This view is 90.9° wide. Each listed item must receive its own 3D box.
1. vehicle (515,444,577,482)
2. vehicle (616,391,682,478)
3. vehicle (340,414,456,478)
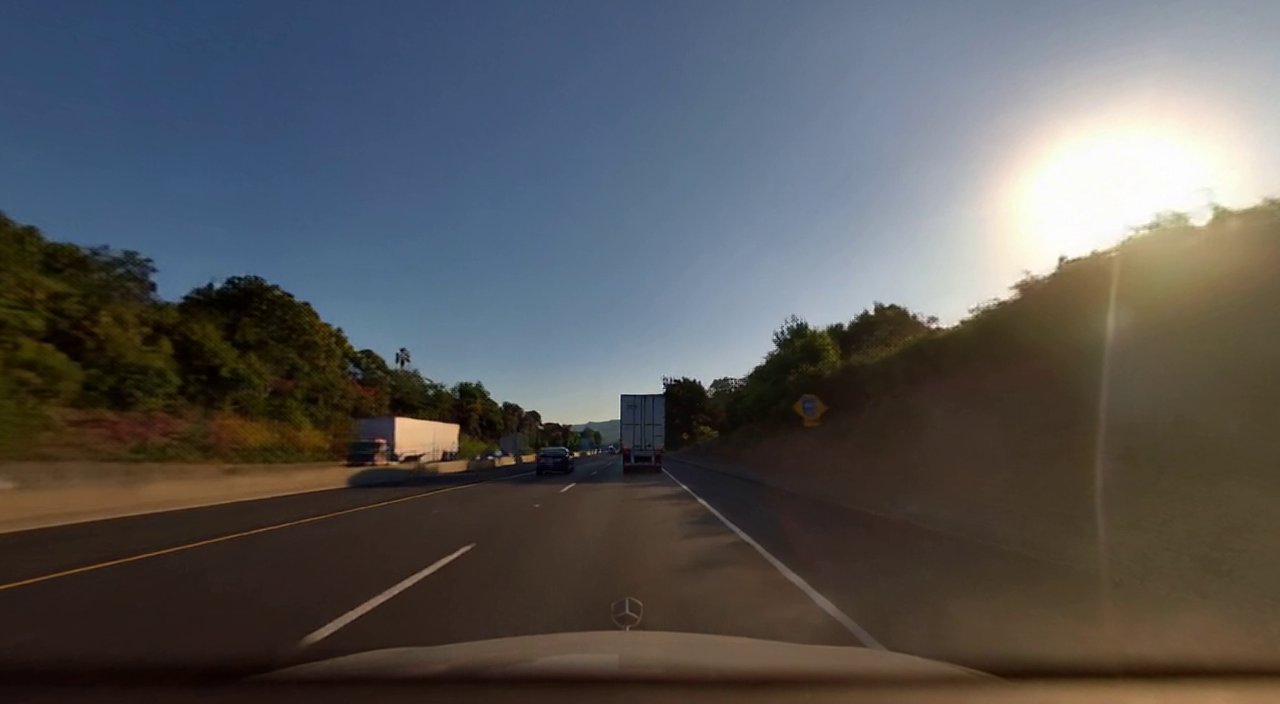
[{"bbox_3d":[-4.129,4.974,28.555,2.074,1.546,4.946,0,-9,0],"label":"vehicle"},{"bbox_3d":[0.316,4.421,32.879,2.959,3.828,9.617,0,-9,-1],"label":"vehicle"},{"bbox_3d":[-18.125,7.413,49.261,2.912,4.071,16.625,0,-9,-1],"label":"vehicle"}]
